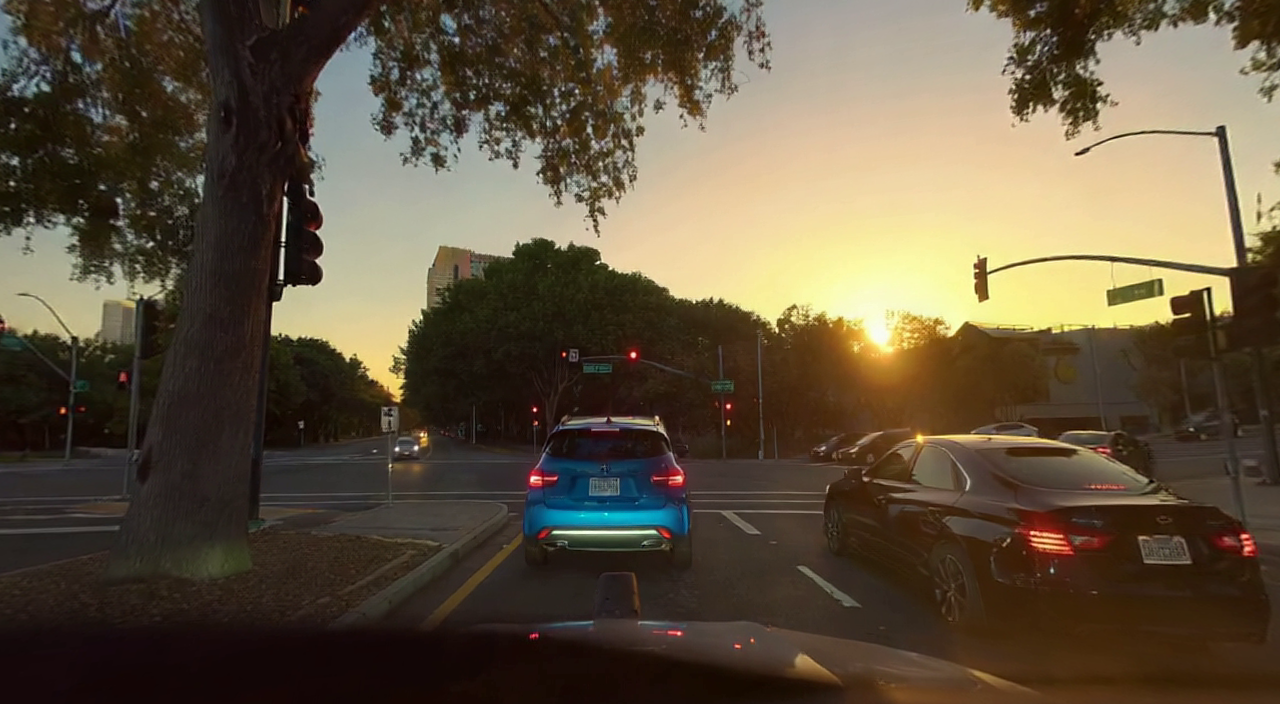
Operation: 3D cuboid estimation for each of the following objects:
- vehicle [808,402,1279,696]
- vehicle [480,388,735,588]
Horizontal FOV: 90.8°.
[{"bbox_3d":[3.168,1.402,5.769,1.932,1.562,4.629,0,-9,-1],"label":"vehicle"},{"bbox_3d":[-0.345,1.520,7.799,2.247,1.760,4.231,0,-9,-2],"label":"vehicle"}]
